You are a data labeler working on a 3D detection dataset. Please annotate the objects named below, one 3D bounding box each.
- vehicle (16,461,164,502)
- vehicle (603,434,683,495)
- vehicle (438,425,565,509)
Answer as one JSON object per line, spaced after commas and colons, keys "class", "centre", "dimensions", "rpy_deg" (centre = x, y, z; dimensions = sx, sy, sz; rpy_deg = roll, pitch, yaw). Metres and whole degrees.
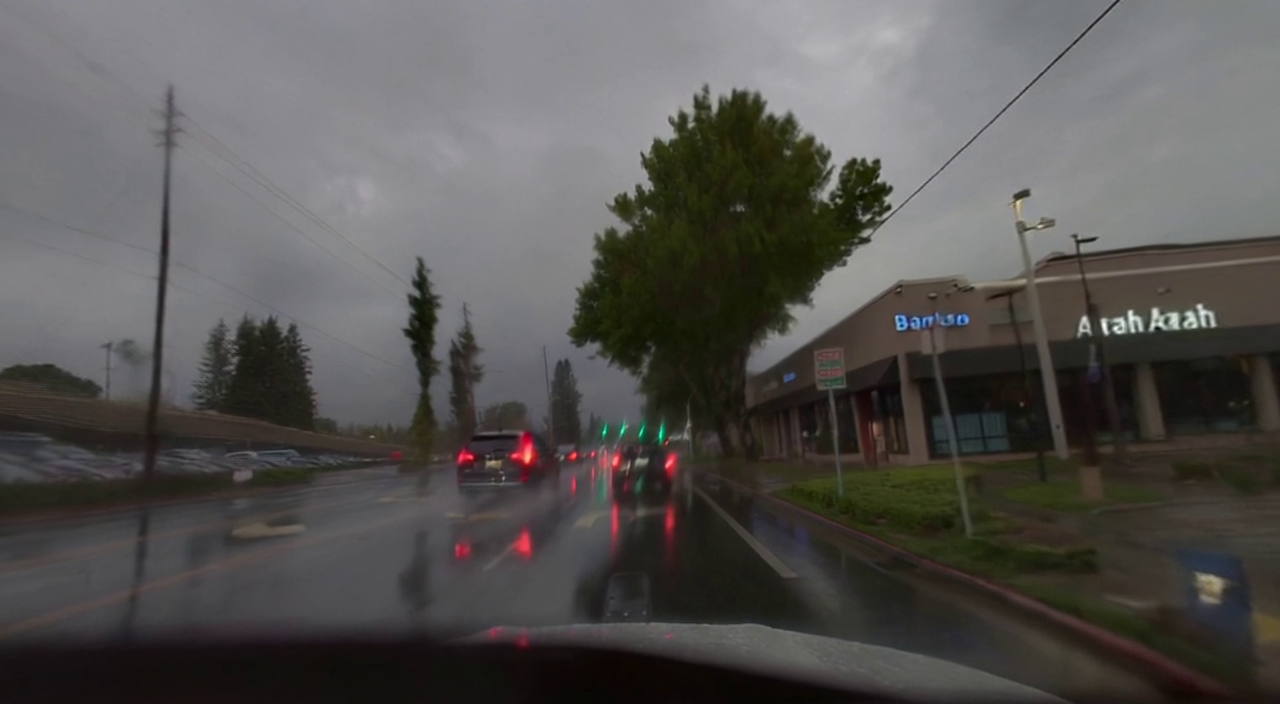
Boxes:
{"class": "vehicle", "centre": [-23.184, 5.450, 26.871], "dimensions": [1.862, 1.468, 4.708], "rpy_deg": [0, -9, 3]}
{"class": "vehicle", "centre": [0.090, 3.294, 18.821], "dimensions": [2.108, 1.612, 4.246], "rpy_deg": [0, -8, 0]}
{"class": "vehicle", "centre": [-3.426, 2.960, 16.777], "dimensions": [2.064, 1.859, 5.154], "rpy_deg": [0, -8, 1]}
